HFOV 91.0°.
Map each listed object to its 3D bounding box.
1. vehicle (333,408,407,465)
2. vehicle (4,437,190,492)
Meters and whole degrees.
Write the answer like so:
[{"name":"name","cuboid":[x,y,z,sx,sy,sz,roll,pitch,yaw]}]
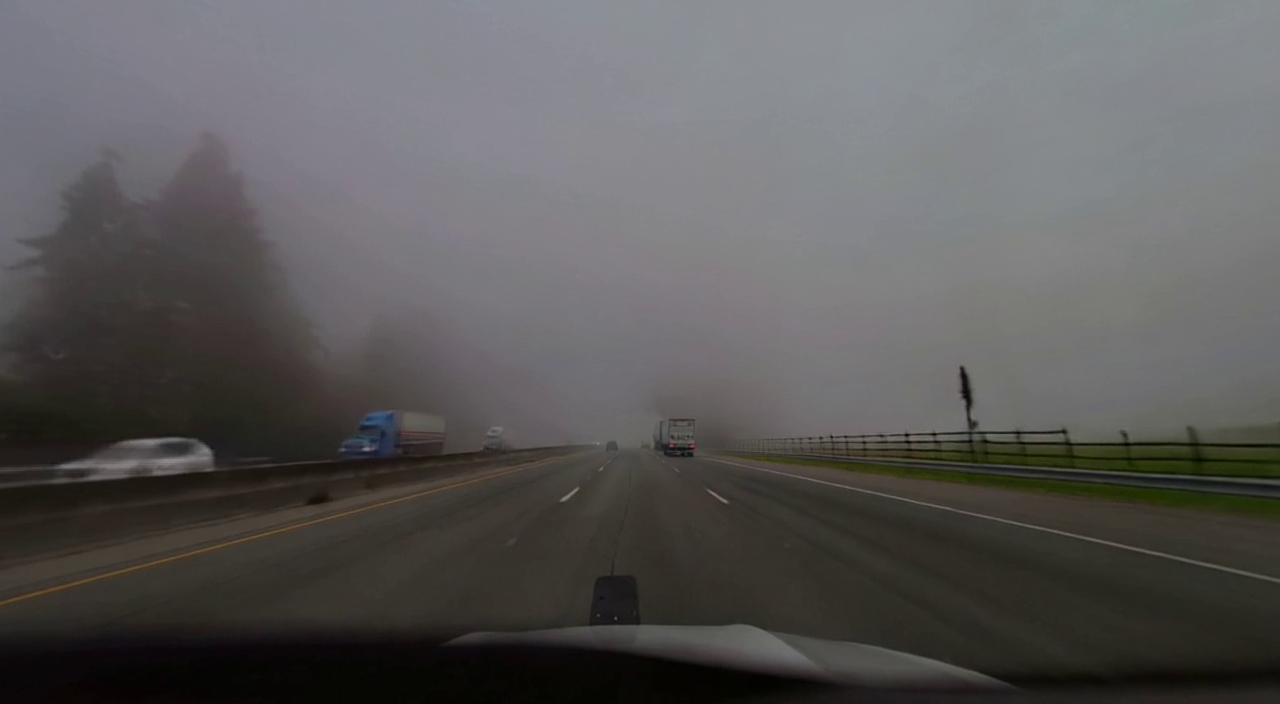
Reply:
[{"name":"vehicle","cuboid":[-20.336,6.435,47.776,2.983,3.974,5.851,-1,-8,-1]},{"name":"vehicle","cuboid":[-16.646,3.434,19.682,1.892,1.496,4.409,-1,-8,0]}]
